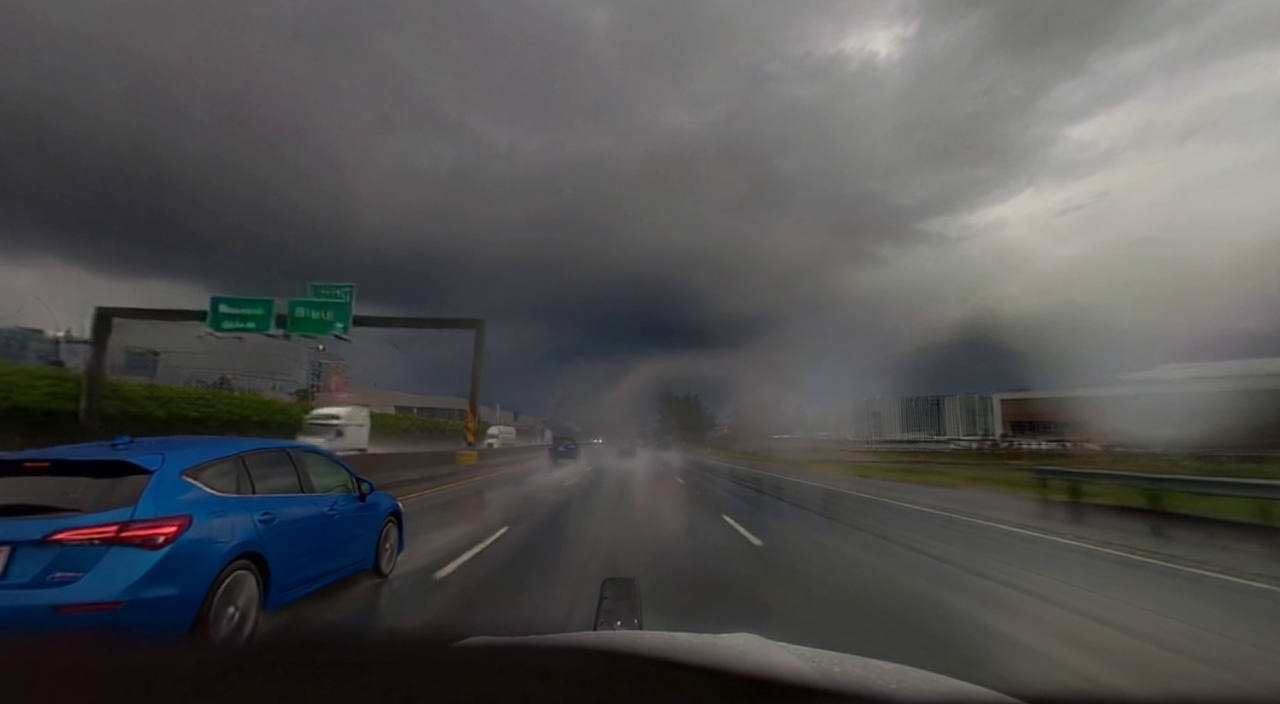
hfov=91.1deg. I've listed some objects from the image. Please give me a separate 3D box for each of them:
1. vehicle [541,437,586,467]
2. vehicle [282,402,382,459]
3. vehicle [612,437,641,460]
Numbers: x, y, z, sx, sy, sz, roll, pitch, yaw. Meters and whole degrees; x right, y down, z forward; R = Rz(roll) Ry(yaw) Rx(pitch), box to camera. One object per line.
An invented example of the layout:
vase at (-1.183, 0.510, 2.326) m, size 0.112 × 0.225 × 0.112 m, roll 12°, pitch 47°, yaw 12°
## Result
vehicle at (-4.483, 5.928, 37.374) m, size 2.271 × 1.626 × 4.463 m, roll 0°, pitch -8°, yaw -2°
vehicle at (-17.754, 4.655, 36.777) m, size 2.463 × 3.000 × 6.804 m, roll 0°, pitch -8°, yaw -1°
vehicle at (-1.105, 7.658, 49.825) m, size 2.196 × 1.699 × 4.499 m, roll 0°, pitch -8°, yaw -1°
